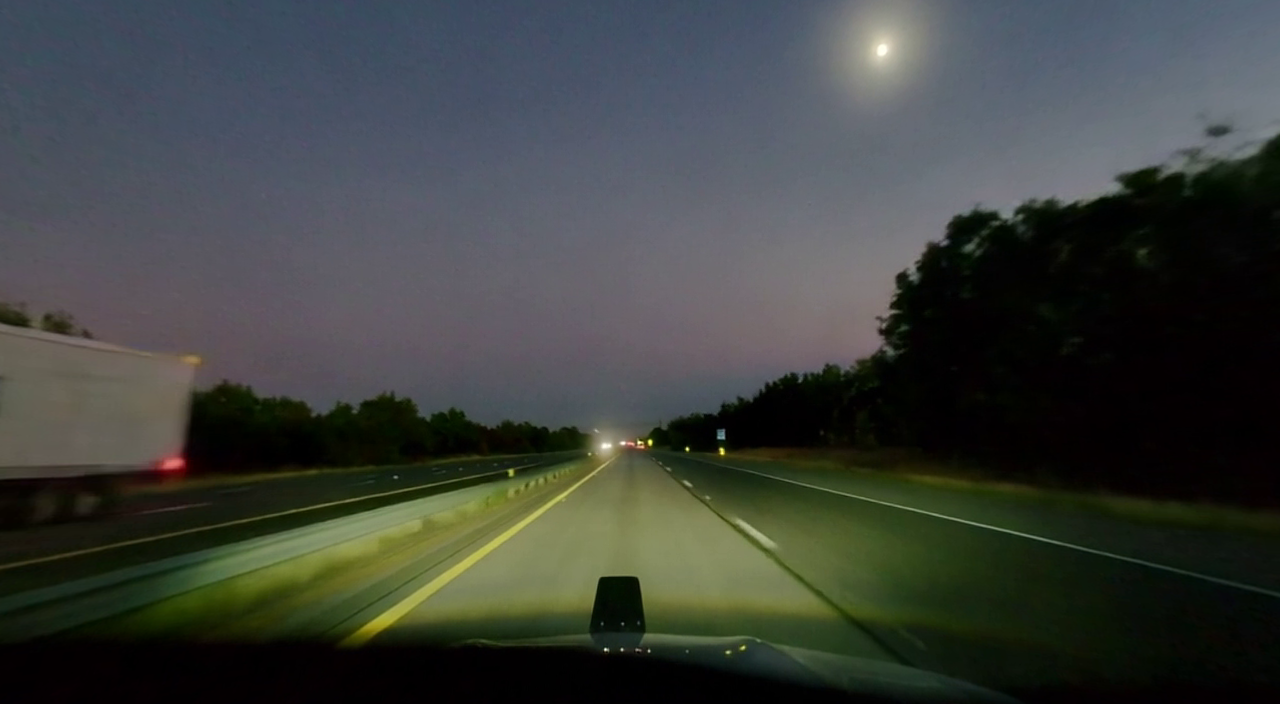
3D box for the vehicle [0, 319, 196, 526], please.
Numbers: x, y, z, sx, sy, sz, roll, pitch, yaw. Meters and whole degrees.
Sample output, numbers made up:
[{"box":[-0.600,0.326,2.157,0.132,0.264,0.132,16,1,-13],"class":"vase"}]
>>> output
[{"box":[-13.506,1.491,12.939,2.809,3.856,7.984,0,-9,0],"class":"vehicle"}]
